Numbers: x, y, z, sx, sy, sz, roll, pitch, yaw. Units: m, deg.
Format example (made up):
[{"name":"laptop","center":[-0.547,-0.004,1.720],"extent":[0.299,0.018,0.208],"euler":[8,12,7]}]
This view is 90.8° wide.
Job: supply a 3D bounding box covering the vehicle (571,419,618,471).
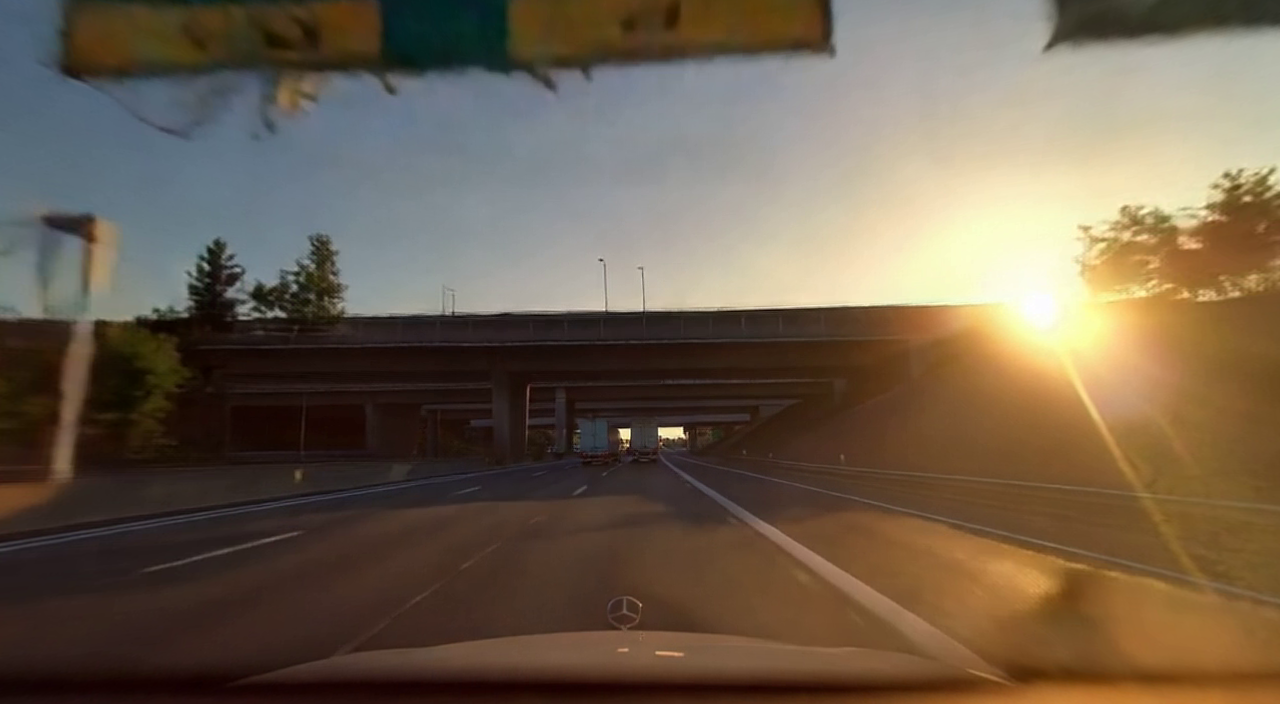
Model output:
[{"name":"vehicle","center":[-3.018,6.482,43.871],"extent":[2.696,3.266,7.062],"euler":[0,-9,0]}]
